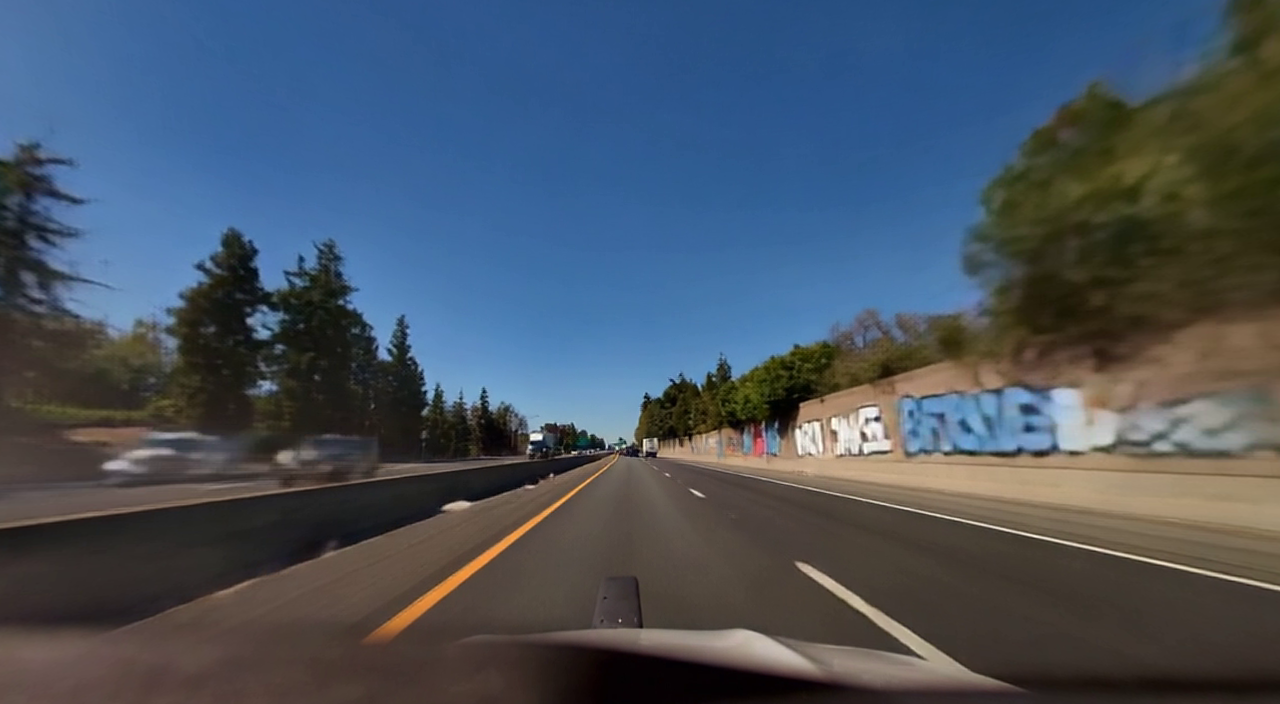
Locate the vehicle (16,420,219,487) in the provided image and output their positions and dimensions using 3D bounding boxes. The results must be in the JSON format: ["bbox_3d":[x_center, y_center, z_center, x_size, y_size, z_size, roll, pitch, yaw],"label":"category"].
[{"bbox_3d":[-13.757,2.720,16.913,1.921,1.551,4.132,0,-9,-1],"label":"vehicle"}]

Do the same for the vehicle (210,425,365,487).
[{"bbox_3d":[-9.309,2.791,16.969,1.955,1.465,3.791,0,-9,0],"label":"vehicle"}]
